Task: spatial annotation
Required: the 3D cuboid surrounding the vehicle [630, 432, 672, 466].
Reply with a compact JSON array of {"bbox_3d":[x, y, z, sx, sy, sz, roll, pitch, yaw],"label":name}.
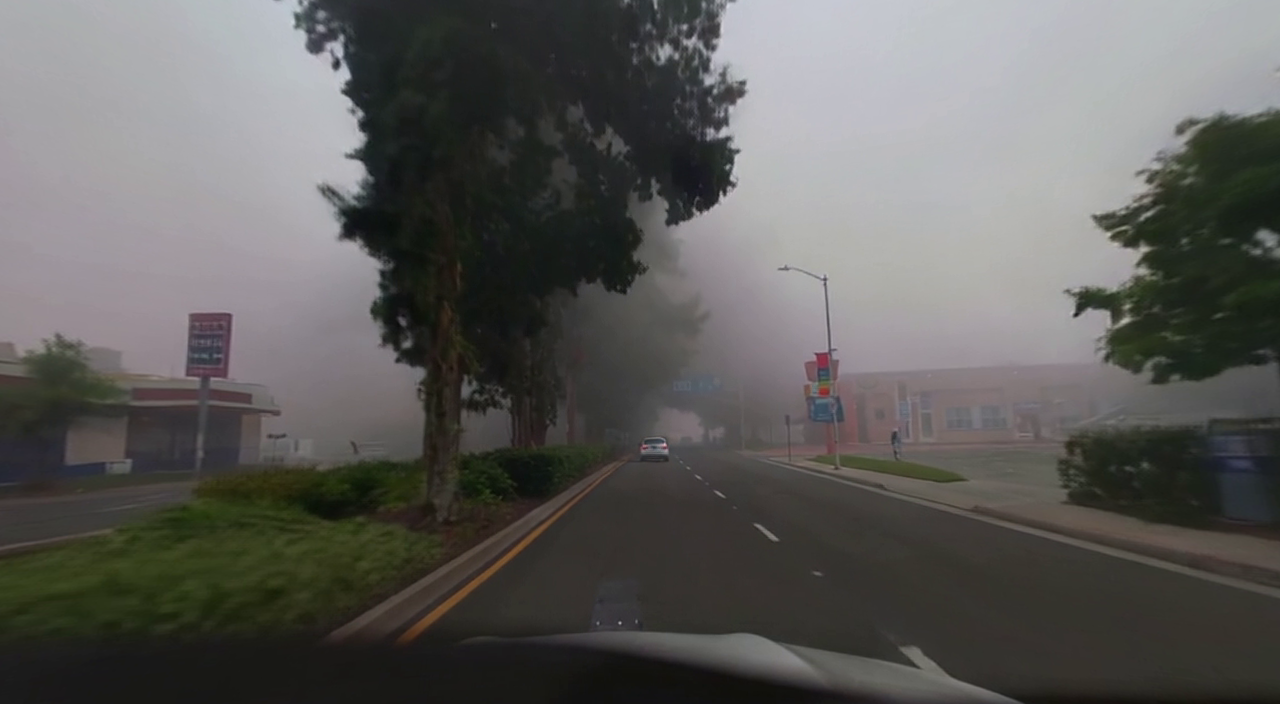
[{"bbox_3d":[0.687,5.502,35.858,2.235,1.719,4.292,1,-8,2],"label":"vehicle"}]
